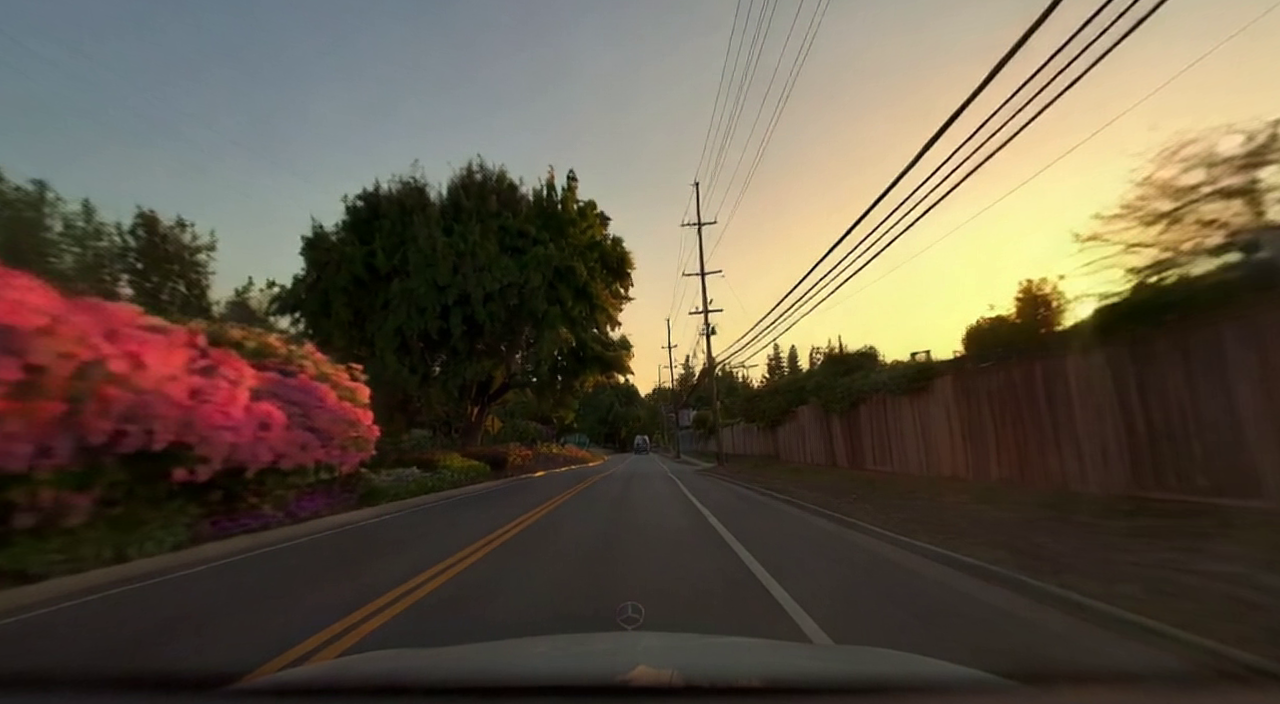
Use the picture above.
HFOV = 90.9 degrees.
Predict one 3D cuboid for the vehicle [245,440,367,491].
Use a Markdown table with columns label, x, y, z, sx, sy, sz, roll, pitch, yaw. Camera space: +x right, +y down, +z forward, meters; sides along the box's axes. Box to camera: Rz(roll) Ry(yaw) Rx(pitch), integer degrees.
| label | x | y | z | sx | sy | sz | roll | pitch | yaw |
| --- | --- | --- | --- | --- | --- | --- | --- | --- | --- |
| vehicle | -12.259 | 4.166 | 23.589 | 1.989 | 1.683 | 4.615 | 0 | -8 | 1 |
